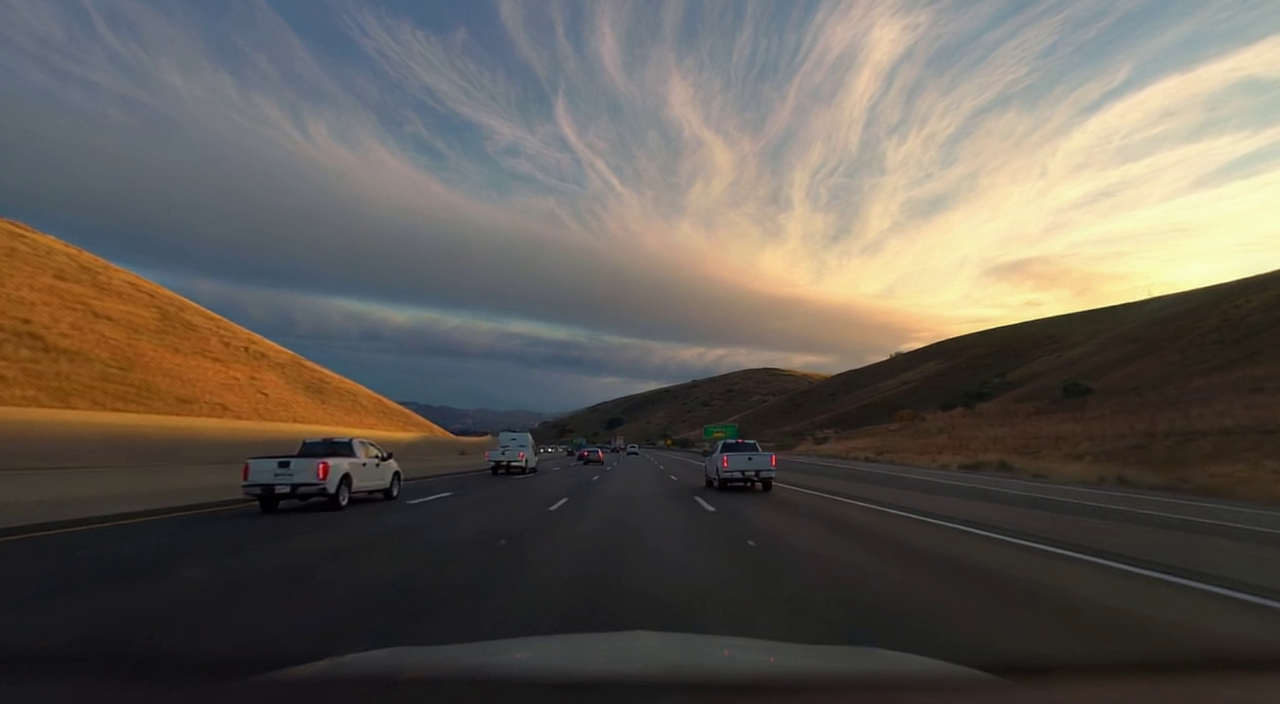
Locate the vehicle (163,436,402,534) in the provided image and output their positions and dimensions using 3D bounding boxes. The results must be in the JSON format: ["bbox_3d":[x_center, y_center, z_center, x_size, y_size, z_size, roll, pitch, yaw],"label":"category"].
[{"bbox_3d":[-6.637,2.501,12.524,1.935,1.550,4.883,0,-9,-1],"label":"vehicle"}]

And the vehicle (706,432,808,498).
[{"bbox_3d":[3.436,3.449,19.544,2.231,1.789,4.700,0,-9,0],"label":"vehicle"}]

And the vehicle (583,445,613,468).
[{"bbox_3d":[-3.134,7.863,47.436,2.009,1.593,4.378,0,-9,0],"label":"vehicle"}]

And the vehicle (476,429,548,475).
[{"bbox_3d":[-7.506,5.987,37.930,2.937,2.509,7.090,0,-9,-1],"label":"vehicle"}]
